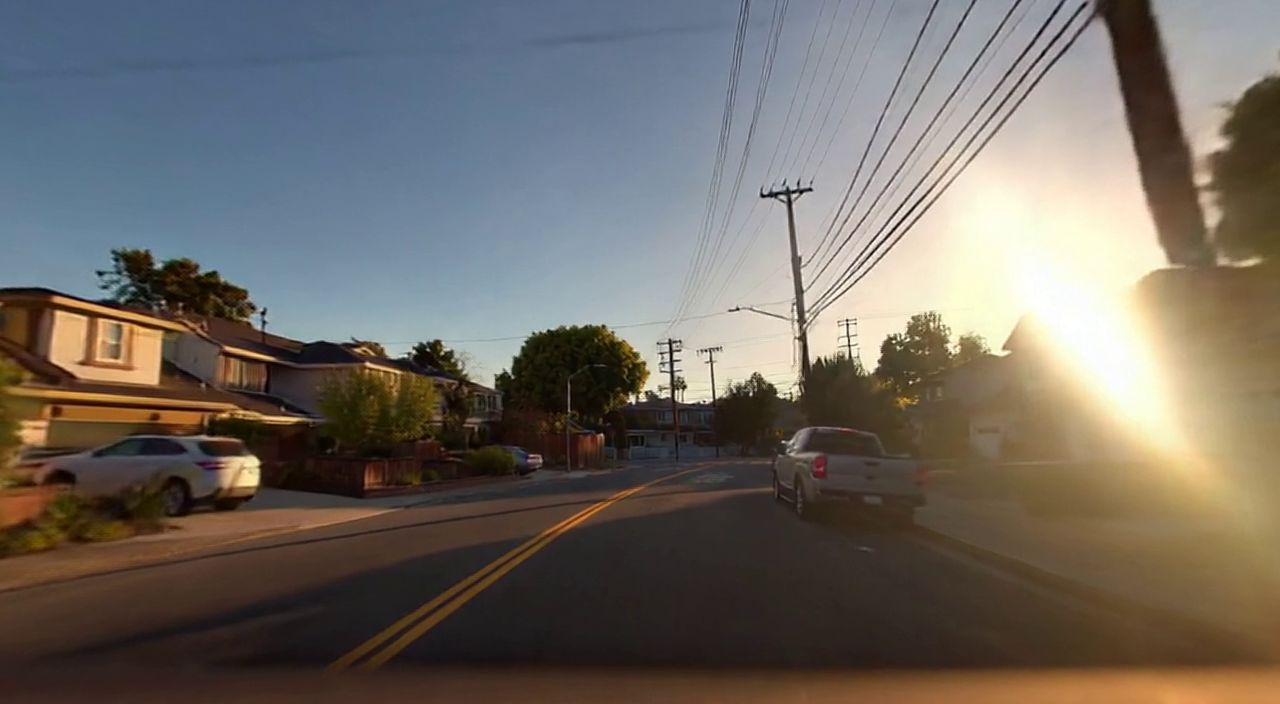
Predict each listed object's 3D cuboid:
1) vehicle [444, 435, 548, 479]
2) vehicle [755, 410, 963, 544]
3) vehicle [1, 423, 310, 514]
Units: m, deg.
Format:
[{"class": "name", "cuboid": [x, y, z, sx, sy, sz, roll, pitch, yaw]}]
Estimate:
[{"class": "vehicle", "cuboid": [-8.117, 5.921, 35.867, 5.228, 2.041, 2.023, 2, -7, 12]}, {"class": "vehicle", "cuboid": [3.773, 2.337, 12.504, 2.273, 1.938, 6.400, 0, -9, 4]}, {"class": "vehicle", "cuboid": [-11.384, 2.737, 15.172, 5.632, 1.957, 2.302, -1, -9, 5]}]
